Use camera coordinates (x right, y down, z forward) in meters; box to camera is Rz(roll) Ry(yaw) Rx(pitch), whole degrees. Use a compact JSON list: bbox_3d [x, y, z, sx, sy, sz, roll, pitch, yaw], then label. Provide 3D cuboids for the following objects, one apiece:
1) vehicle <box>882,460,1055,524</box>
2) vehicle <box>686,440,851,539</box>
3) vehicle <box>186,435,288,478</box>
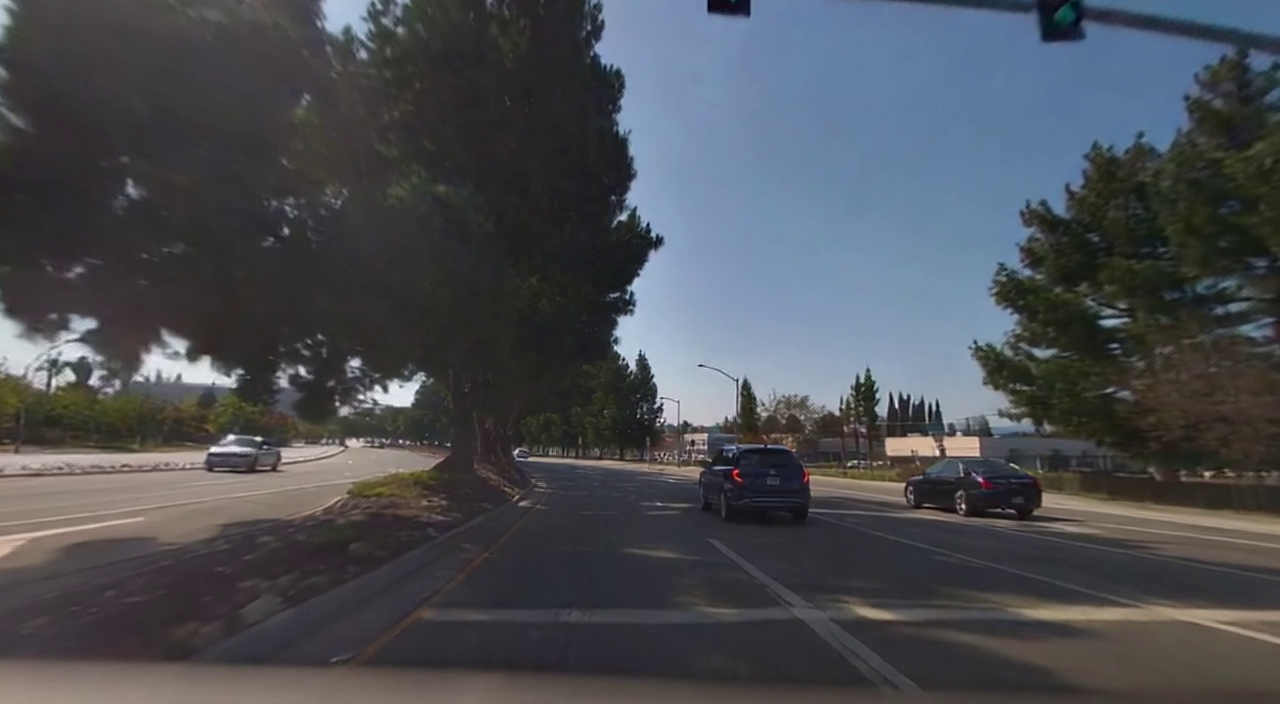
[{"bbox_3d":[8.784,3.759,17.489,1.940,1.460,4.652,1,-9,-6],"label":"vehicle"},{"bbox_3d":[2.362,2.716,13.046,2.122,1.646,4.525,1,-9,-5],"label":"vehicle"},{"bbox_3d":[-16.331,4.272,25.899,2.206,1.583,4.539,3,-10,-16],"label":"vehicle"}]
